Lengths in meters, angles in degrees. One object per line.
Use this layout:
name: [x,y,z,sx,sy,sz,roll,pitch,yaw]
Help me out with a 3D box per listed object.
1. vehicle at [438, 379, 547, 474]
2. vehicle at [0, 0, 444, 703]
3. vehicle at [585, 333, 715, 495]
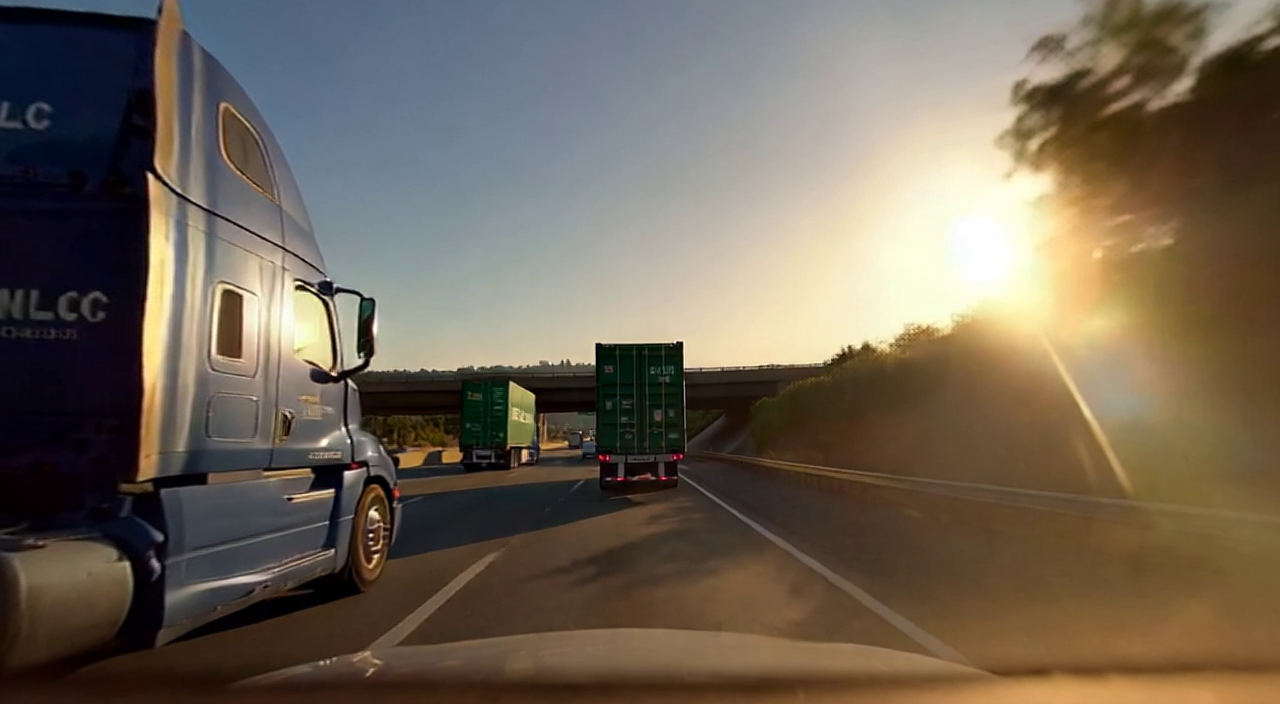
vehicle: [-7.336,4.147,33.694,3.023,4.139,11.860,0,-9,-1]
vehicle: [-3.484,-0.200,2.454,3.187,3.949,6.963,0,-9,0]
vehicle: [0.122,2.133,20.280,3.357,4.212,7.519,0,-9,-2]
